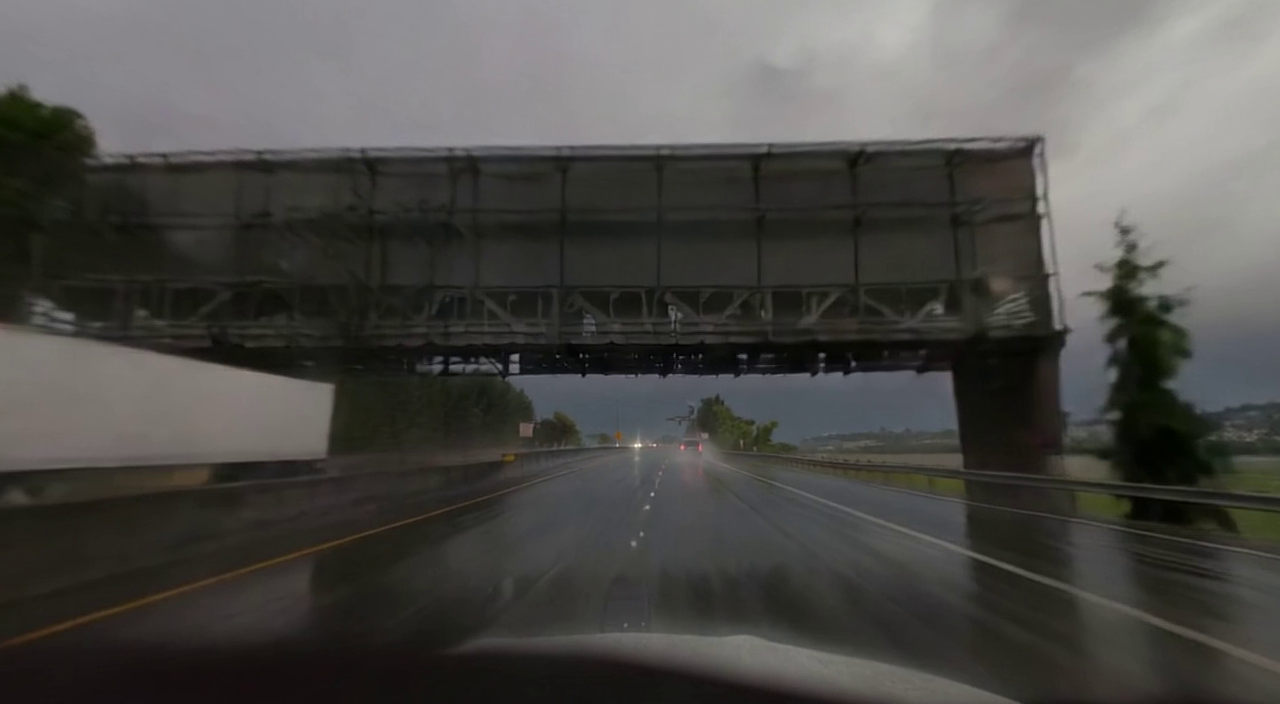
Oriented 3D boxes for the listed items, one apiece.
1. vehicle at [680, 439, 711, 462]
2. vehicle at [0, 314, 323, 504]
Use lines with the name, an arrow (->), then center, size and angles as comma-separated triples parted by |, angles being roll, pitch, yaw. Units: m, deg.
vehicle -> 4.012, 7.184, 45.997 | 1.954, 1.550, 4.140 | 0, -8, 1
vehicle -> -15.135, 2.071, 19.384 | 2.880, 4.103, 14.302 | 0, -8, 2
